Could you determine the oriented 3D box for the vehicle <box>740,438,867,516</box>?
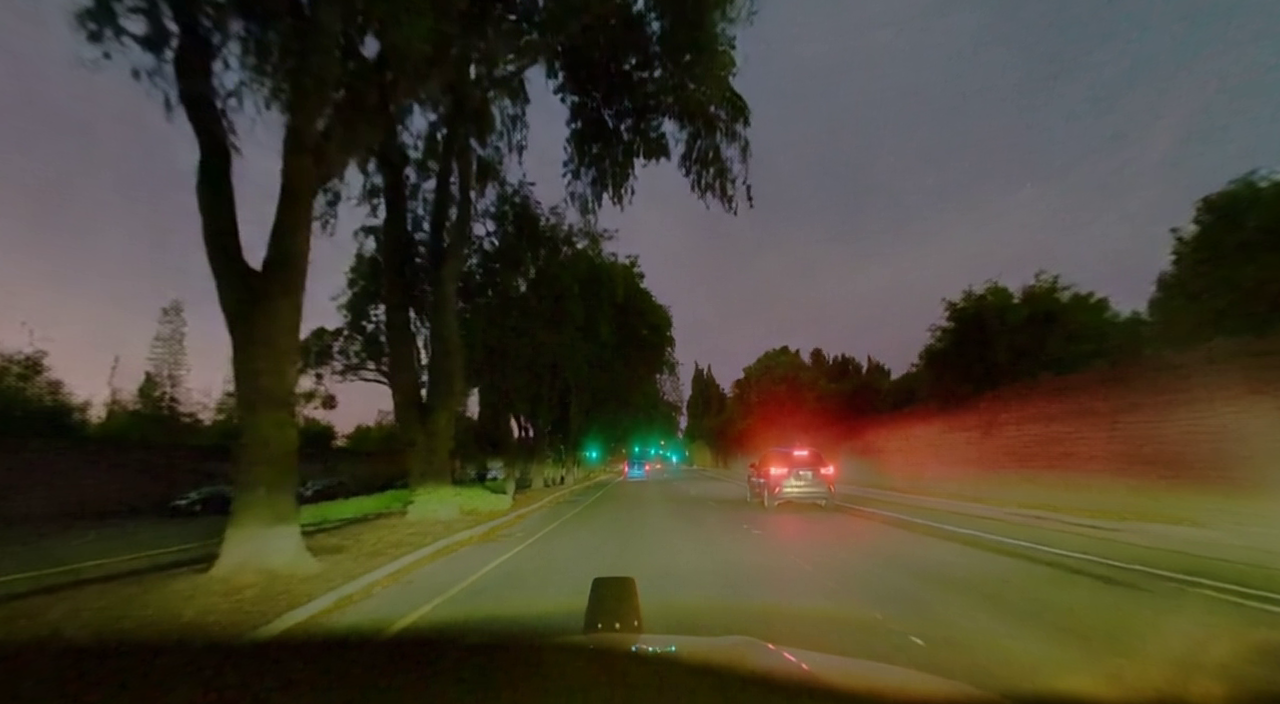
[{"bbox_3d":[4.200,3.339,17.146,2.155,1.752,4.456,-2,-10,-1],"label":"vehicle"}]

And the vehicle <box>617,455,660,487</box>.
[{"bbox_3d":[-0.108,7.143,37.987,2.391,1.739,3.837,-2,-10,-1],"label":"vehicle"}]
